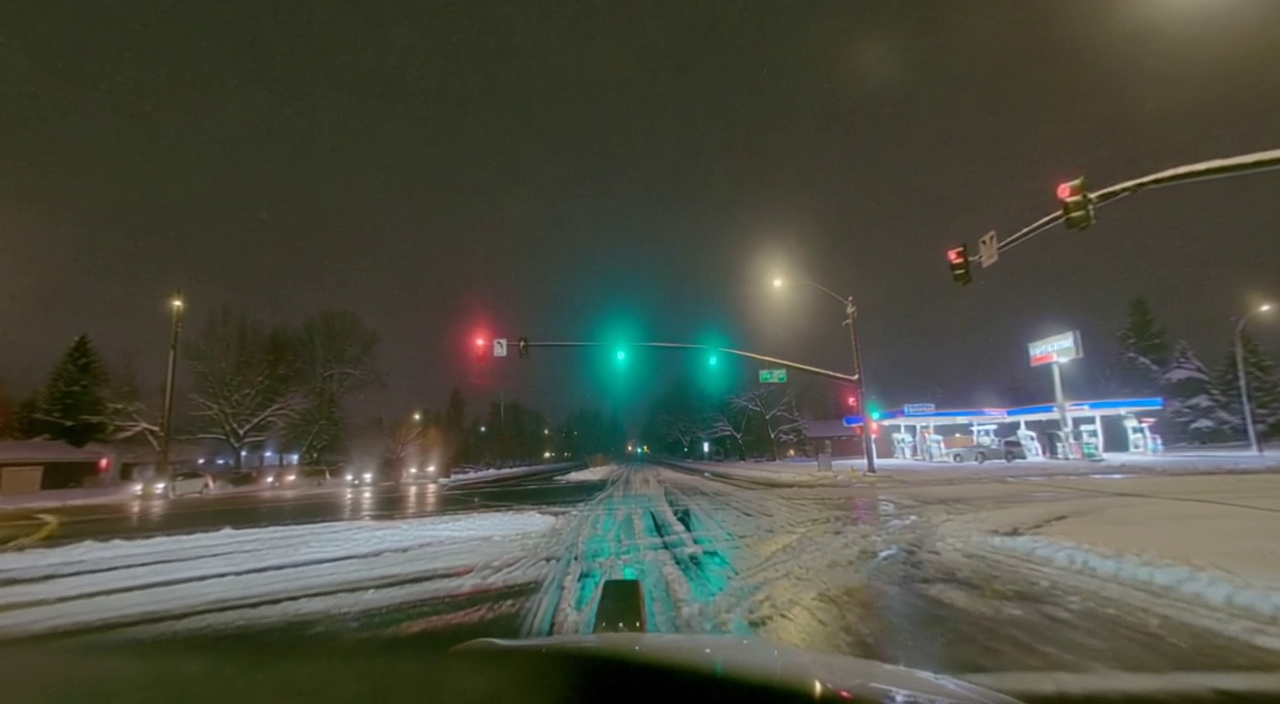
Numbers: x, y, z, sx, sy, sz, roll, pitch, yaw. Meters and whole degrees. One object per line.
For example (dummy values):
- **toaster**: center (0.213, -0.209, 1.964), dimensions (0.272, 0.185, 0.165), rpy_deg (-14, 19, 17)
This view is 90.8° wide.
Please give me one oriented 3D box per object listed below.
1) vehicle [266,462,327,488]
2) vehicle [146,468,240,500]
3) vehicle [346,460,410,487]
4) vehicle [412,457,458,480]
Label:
- **vehicle**: center (-24.843, 8.909, 45.876), dimensions (2.098, 1.684, 4.388), rpy_deg (0, -9, -2)
- **vehicle**: center (-24.635, 7.249, 35.073), dimensions (1.895, 1.483, 4.790), rpy_deg (0, -9, -2)
- **vehicle**: center (-15.328, 7.119, 37.273), dimensions (1.920, 1.434, 4.328), rpy_deg (0, -9, 0)
- **vehicle**: center (-15.430, 8.753, 47.708), dimensions (2.053, 1.598, 4.336), rpy_deg (0, -9, -1)
